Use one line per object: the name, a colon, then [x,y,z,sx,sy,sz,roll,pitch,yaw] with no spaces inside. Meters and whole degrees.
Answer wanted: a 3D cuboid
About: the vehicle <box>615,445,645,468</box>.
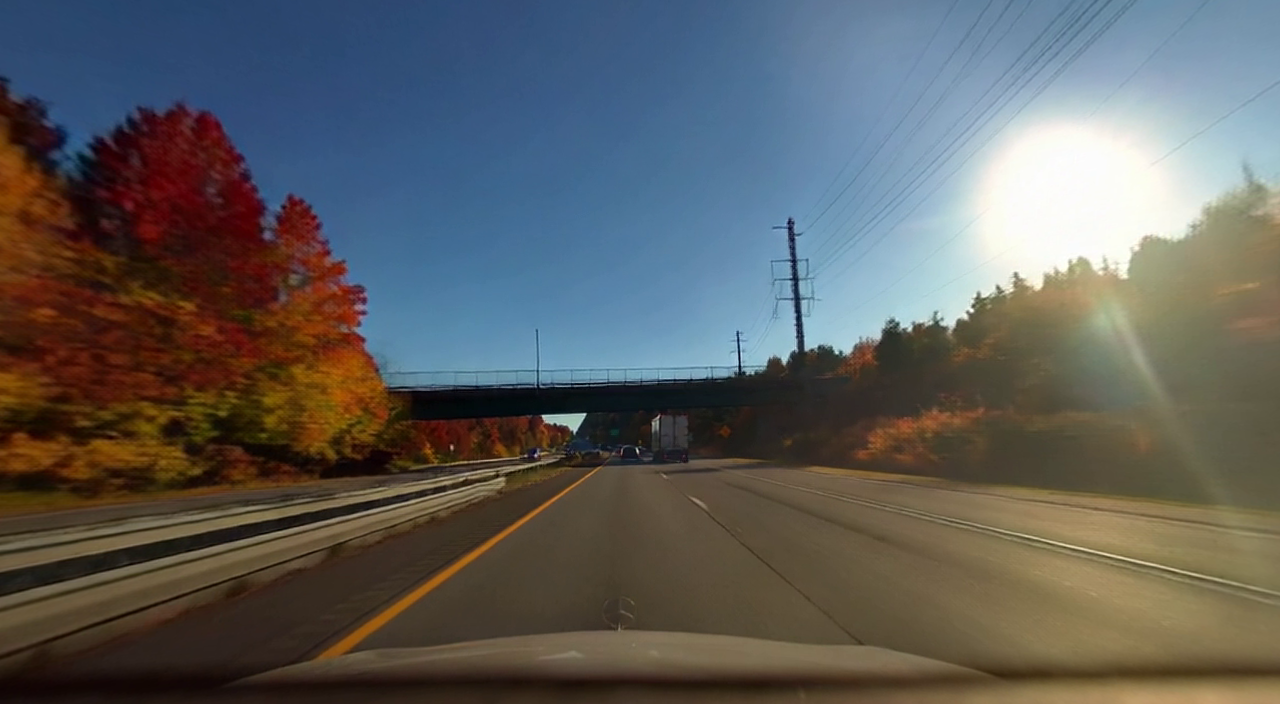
vehicle: [-0.726,7.246,43.503,1.961,1.454,3.755,0,-9,-2]
